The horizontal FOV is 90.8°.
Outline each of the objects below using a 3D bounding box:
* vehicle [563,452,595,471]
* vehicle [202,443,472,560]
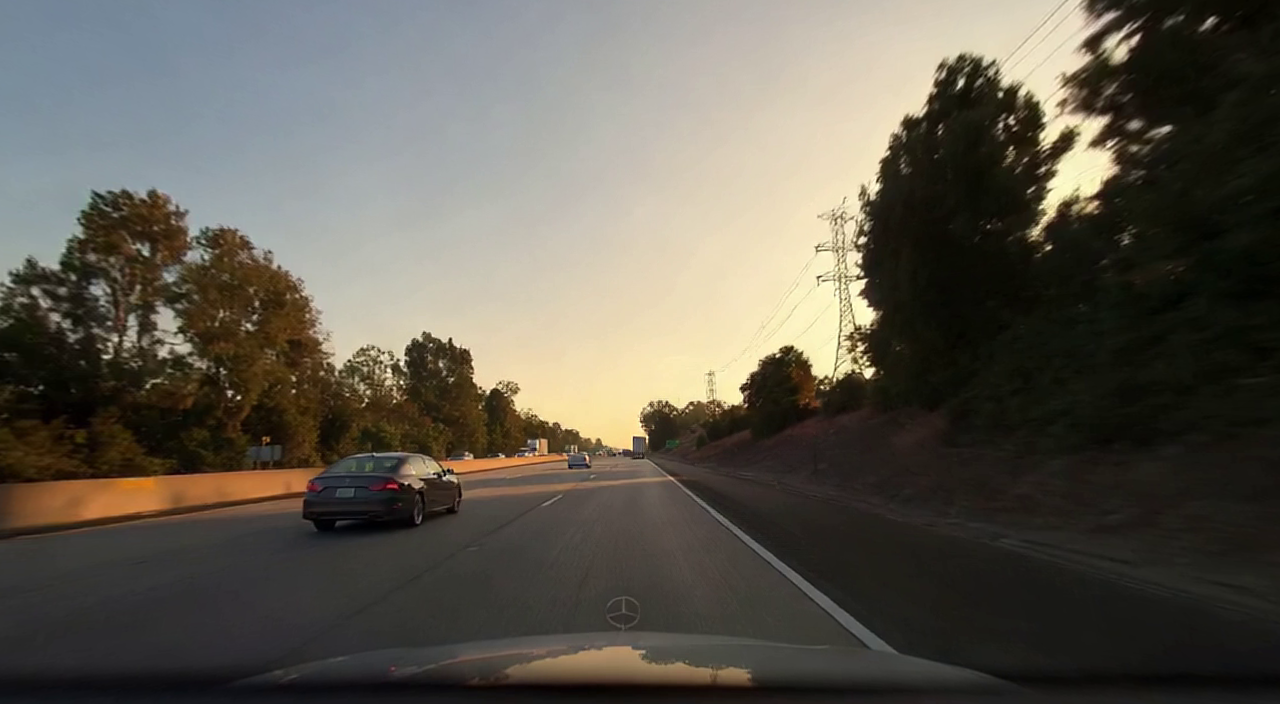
[{"bbox_3d":[-4.503,8.128,47.040,2.032,1.381,3.909,0,-9,0],"label":"vehicle"},{"bbox_3d":[-4.386,2.219,10.139,2.106,1.445,4.404,0,-9,1],"label":"vehicle"}]
